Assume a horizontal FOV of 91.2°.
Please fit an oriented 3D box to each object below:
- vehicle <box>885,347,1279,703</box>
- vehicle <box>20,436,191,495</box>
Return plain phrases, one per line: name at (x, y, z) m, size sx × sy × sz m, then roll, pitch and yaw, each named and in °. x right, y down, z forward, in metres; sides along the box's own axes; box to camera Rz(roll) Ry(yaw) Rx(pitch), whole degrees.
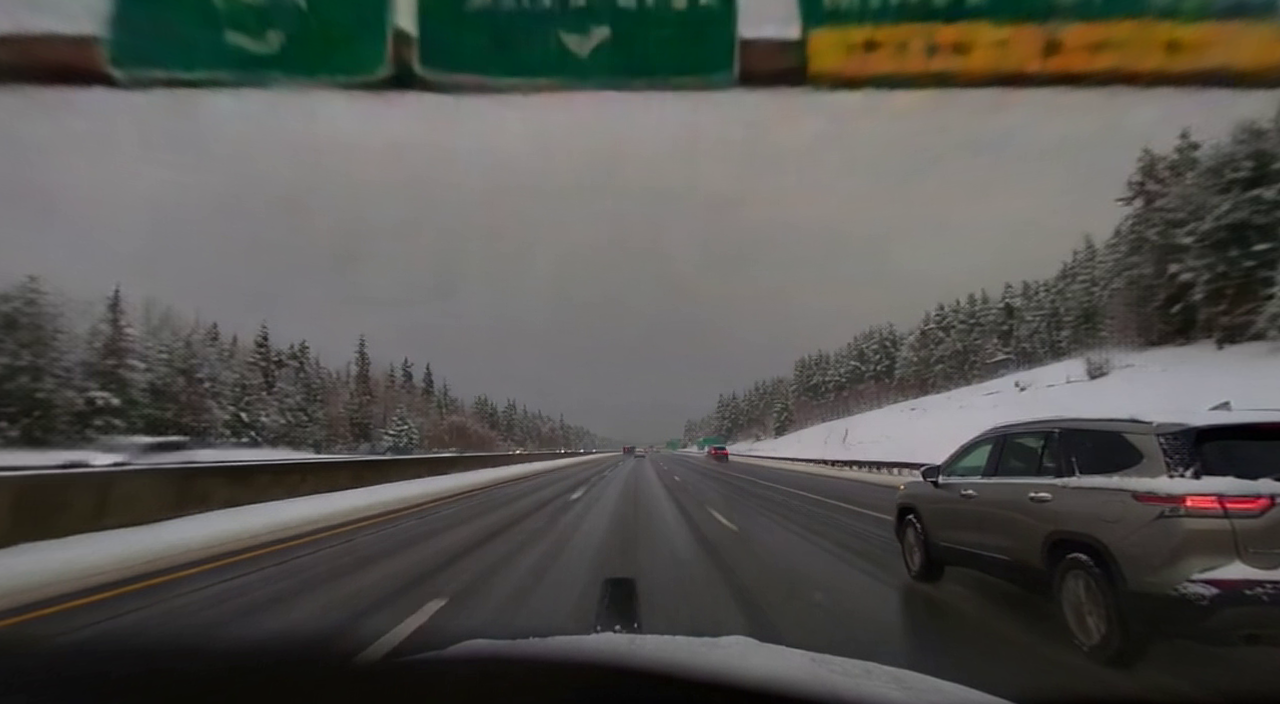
vehicle at (3.542, 1.149, 4.527) m, size 1.784 × 1.733 × 4.141 m, roll 0°, pitch -9°, yaw -1°
vehicle at (-18.453, 3.918, 21.975) m, size 2.130 × 1.819 × 4.303 m, roll 0°, pitch -9°, yaw 0°
